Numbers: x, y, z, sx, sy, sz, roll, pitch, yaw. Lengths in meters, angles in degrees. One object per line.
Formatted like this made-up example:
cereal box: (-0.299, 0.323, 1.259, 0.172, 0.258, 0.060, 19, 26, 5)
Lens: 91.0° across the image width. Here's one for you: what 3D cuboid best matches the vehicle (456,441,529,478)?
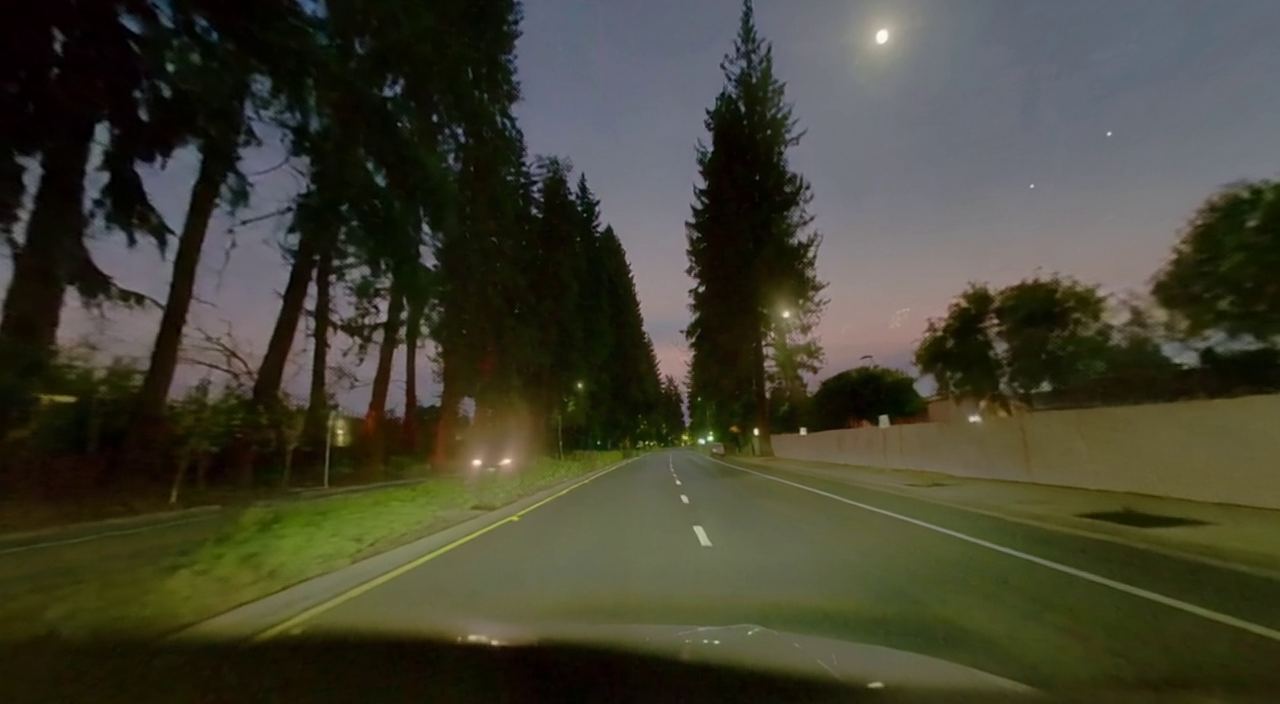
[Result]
vehicle: (-6.741, 4.940, 29.305, 2.000, 1.570, 4.808, 0, -8, 3)
